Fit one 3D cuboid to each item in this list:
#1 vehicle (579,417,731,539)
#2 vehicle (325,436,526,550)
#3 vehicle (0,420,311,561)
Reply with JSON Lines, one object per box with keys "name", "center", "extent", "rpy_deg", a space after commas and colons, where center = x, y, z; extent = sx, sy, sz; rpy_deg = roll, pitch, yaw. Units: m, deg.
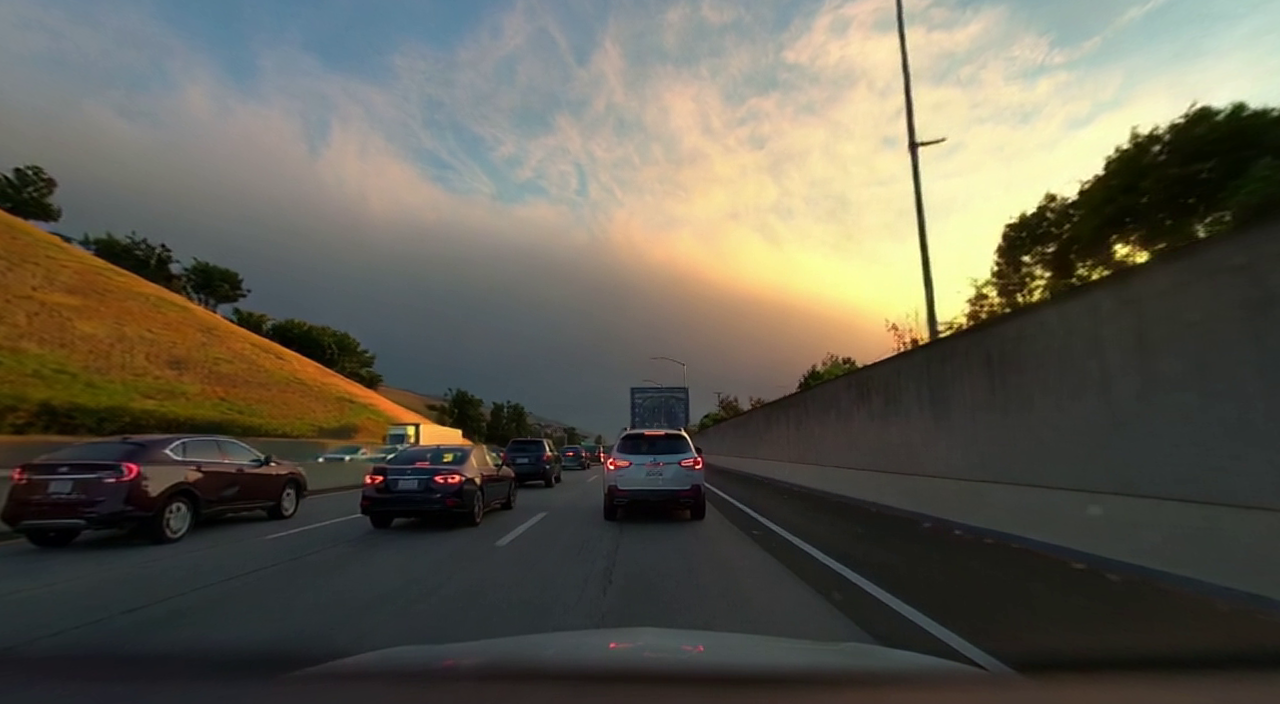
{"name": "vehicle", "center": [0.179, 2.259, 11.951], "extent": [2.210, 1.760, 5.303], "rpy_deg": [0, -9, -1]}
{"name": "vehicle", "center": [-3.254, 2.202, 10.512], "extent": [1.917, 1.506, 3.949], "rpy_deg": [0, -9, 1]}
{"name": "vehicle", "center": [-7.469, 2.045, 10.024], "extent": [1.986, 1.700, 4.558], "rpy_deg": [0, -9, 0]}
